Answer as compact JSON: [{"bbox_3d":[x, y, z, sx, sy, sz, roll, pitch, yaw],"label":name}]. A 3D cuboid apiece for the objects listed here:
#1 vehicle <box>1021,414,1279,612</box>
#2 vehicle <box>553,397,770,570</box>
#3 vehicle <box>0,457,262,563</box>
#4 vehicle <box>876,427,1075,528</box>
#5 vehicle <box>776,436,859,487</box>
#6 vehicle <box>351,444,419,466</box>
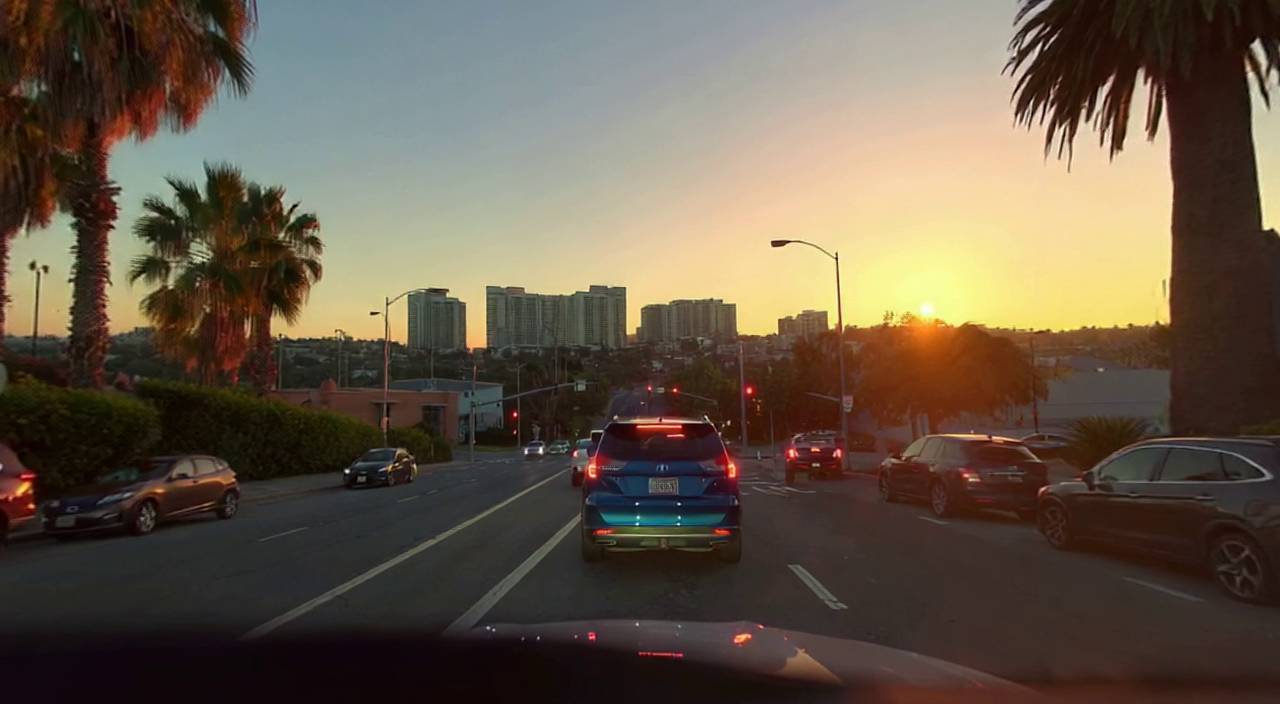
[{"bbox_3d":[6.438,1.598,6.923,1.935,1.672,4.139,0,-8,1],"label":"vehicle"},{"bbox_3d":[0.260,1.693,8.831,2.264,1.798,4.258,0,-8,1],"label":"vehicle"},{"bbox_3d":[-9.586,2.807,11.928,2.054,1.467,4.595,-3,-9,1],"label":"vehicle"},{"bbox_3d":[6.666,2.521,13.240,1.930,1.736,4.329,-1,-8,3],"label":"vehicle"},{"bbox_3d":[6.510,4.054,23.677,1.948,1.729,4.023,0,-8,0],"label":"vehicle"},{"bbox_3d":[-18.760,7.575,46.659,1.759,1.457,4.297,-7,-11,37],"label":"vehicle"}]
